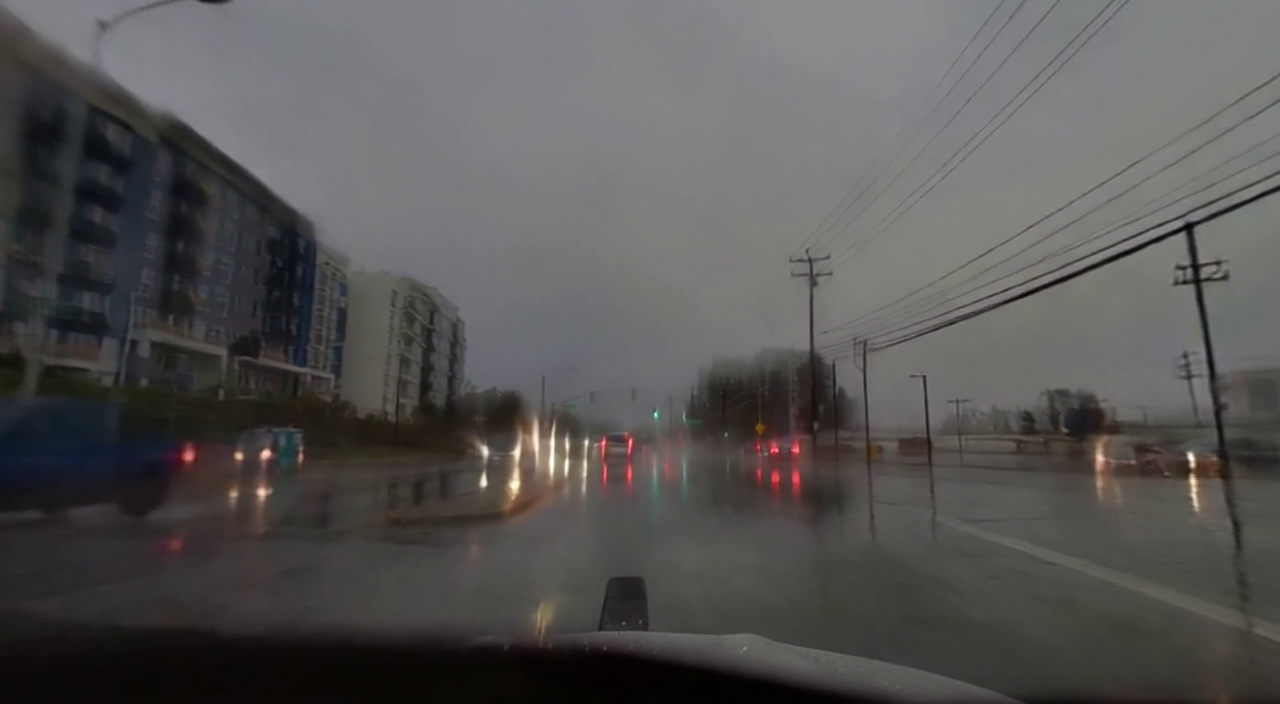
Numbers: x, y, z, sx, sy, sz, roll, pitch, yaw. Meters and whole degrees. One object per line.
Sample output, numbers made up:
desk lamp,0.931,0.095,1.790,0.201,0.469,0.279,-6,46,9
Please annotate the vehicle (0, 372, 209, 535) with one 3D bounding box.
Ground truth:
vehicle,-9.284,1.450,9.260,2.393,2.059,4.739,0,-7,2

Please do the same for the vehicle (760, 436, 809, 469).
vehicle,8.344,5.804,36.698,1.952,1.749,4.311,0,-7,2

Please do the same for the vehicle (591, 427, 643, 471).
vehicle,-1.022,4.314,28.492,2.160,1.786,4.702,1,-7,-2

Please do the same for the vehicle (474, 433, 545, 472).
vehicle,-5.438,4.213,26.874,1.973,1.502,4.275,0,-7,2
